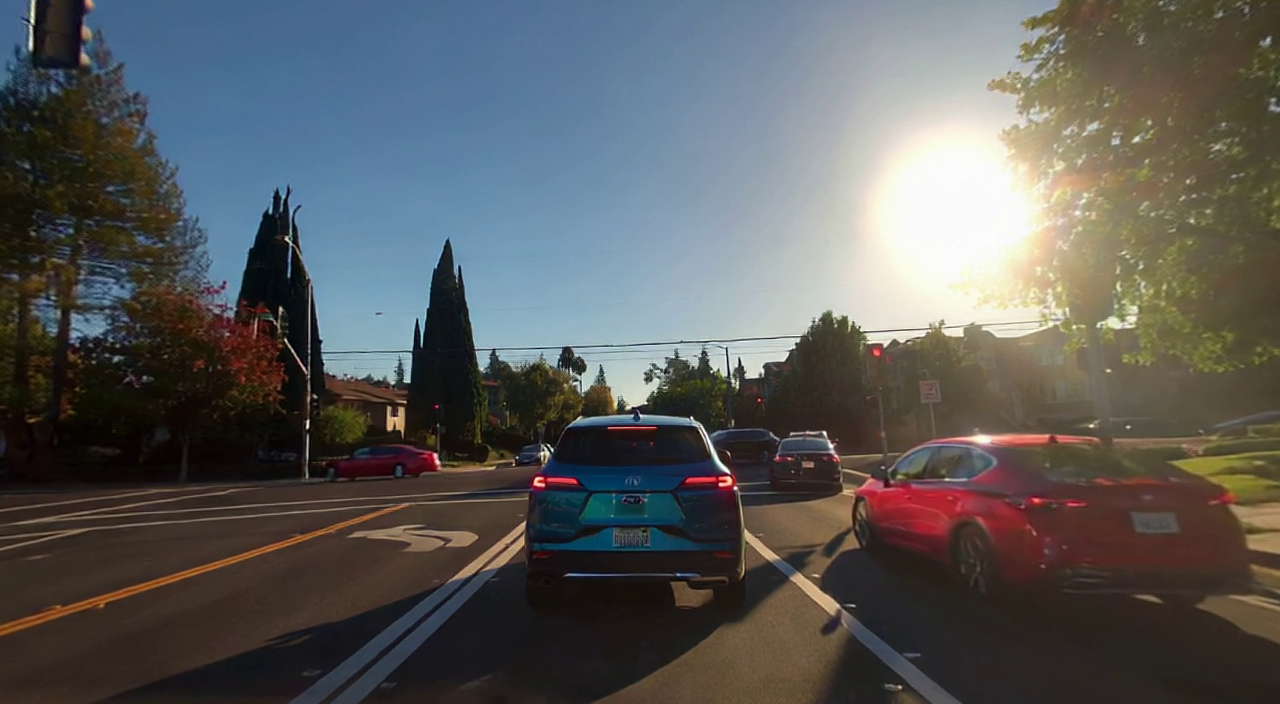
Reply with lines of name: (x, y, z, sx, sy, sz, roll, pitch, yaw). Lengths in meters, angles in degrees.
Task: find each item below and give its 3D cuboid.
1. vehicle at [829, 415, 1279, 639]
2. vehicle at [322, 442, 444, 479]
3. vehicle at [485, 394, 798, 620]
vehicle: (3.767, 1.561, 6.801, 2.077, 1.527, 4.755, 0, -8, 1)
vehicle: (-11.194, 4.713, 27.547, 4.723, 1.486, 1.800, 4, -9, -25)
vehicle: (0.048, 1.475, 6.953, 2.322, 1.667, 4.367, 0, -8, 1)
